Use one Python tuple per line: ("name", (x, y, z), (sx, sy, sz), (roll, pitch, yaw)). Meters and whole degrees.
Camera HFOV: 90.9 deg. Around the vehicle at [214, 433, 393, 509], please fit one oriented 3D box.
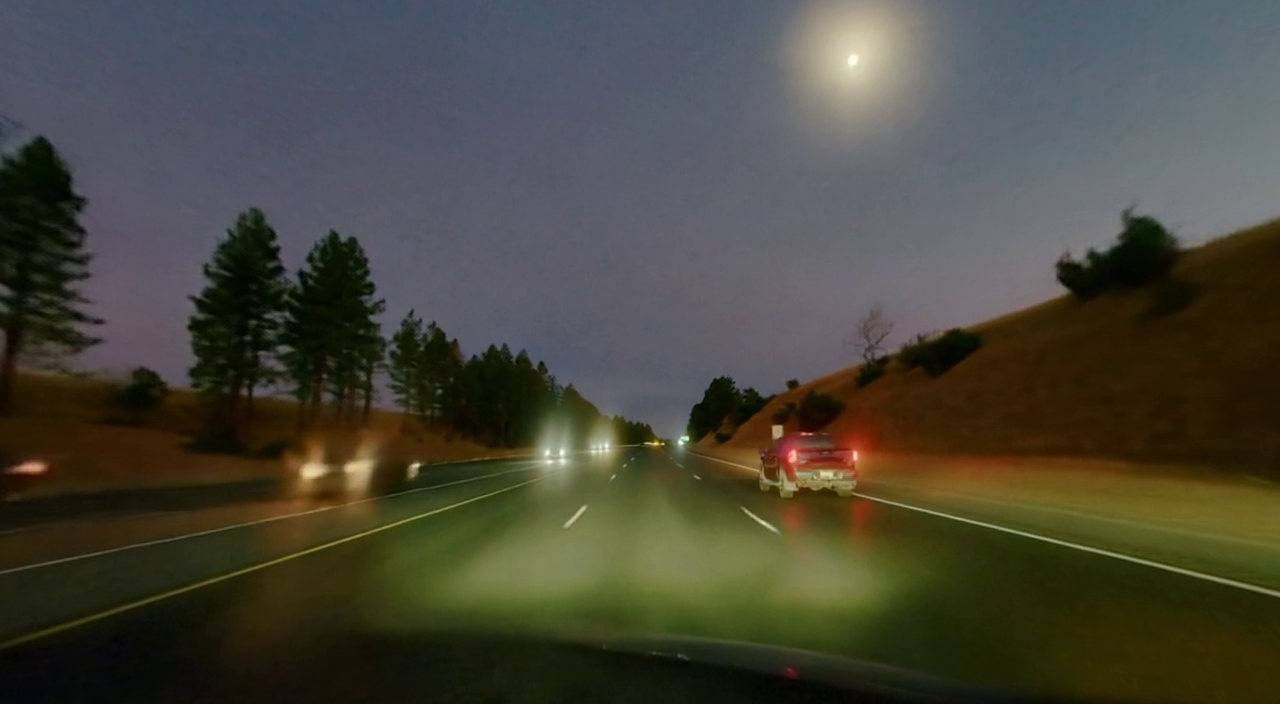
("vehicle", (-8.624, 3.073, 16.827), (2.113, 1.697, 4.718), (0, -8, 1))
